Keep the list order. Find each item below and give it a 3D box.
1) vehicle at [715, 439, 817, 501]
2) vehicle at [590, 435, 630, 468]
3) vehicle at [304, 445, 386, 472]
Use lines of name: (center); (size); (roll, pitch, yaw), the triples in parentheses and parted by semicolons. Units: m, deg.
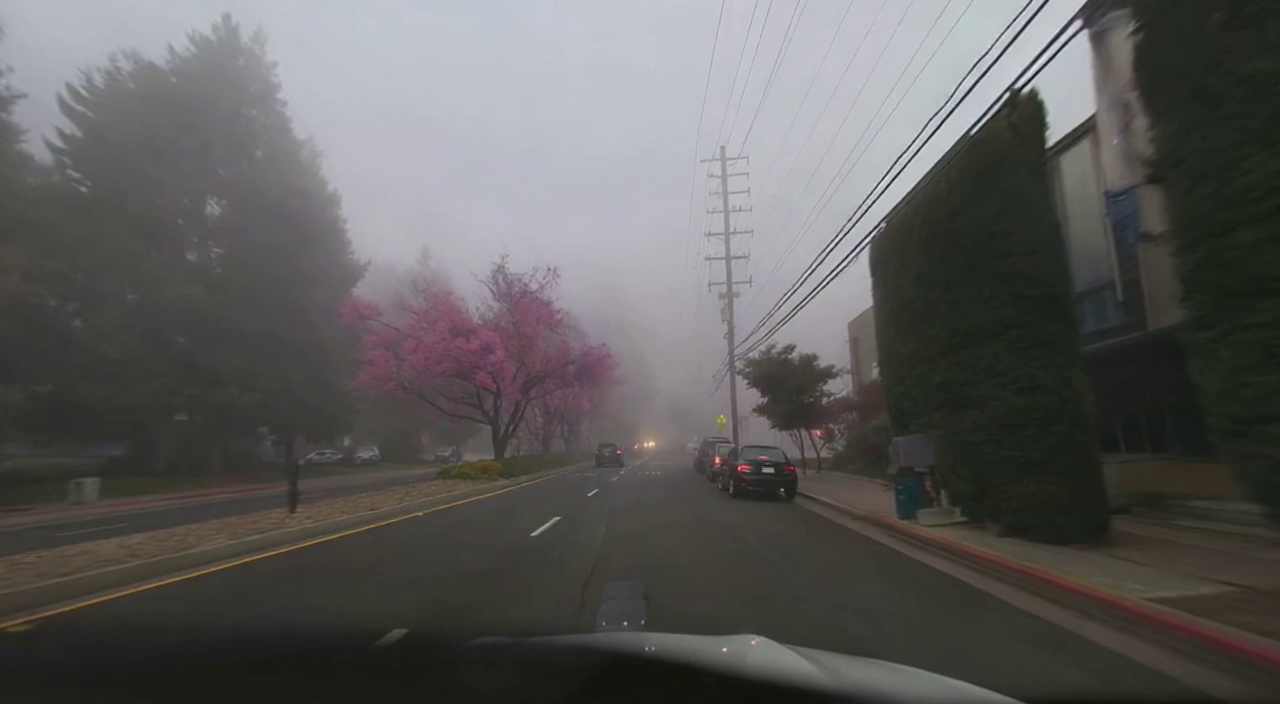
vehicle: (3.326, 3.216, 17.641); (1.985, 1.500, 4.654); (0, -9, 1)
vehicle: (-1.831, 6.328, 40.373); (2.202, 1.961, 4.980); (0, -9, 2)
vehicle: (-21.885, 7.895, 46.952); (5.252, 1.925, 2.061); (3, -9, -19)
